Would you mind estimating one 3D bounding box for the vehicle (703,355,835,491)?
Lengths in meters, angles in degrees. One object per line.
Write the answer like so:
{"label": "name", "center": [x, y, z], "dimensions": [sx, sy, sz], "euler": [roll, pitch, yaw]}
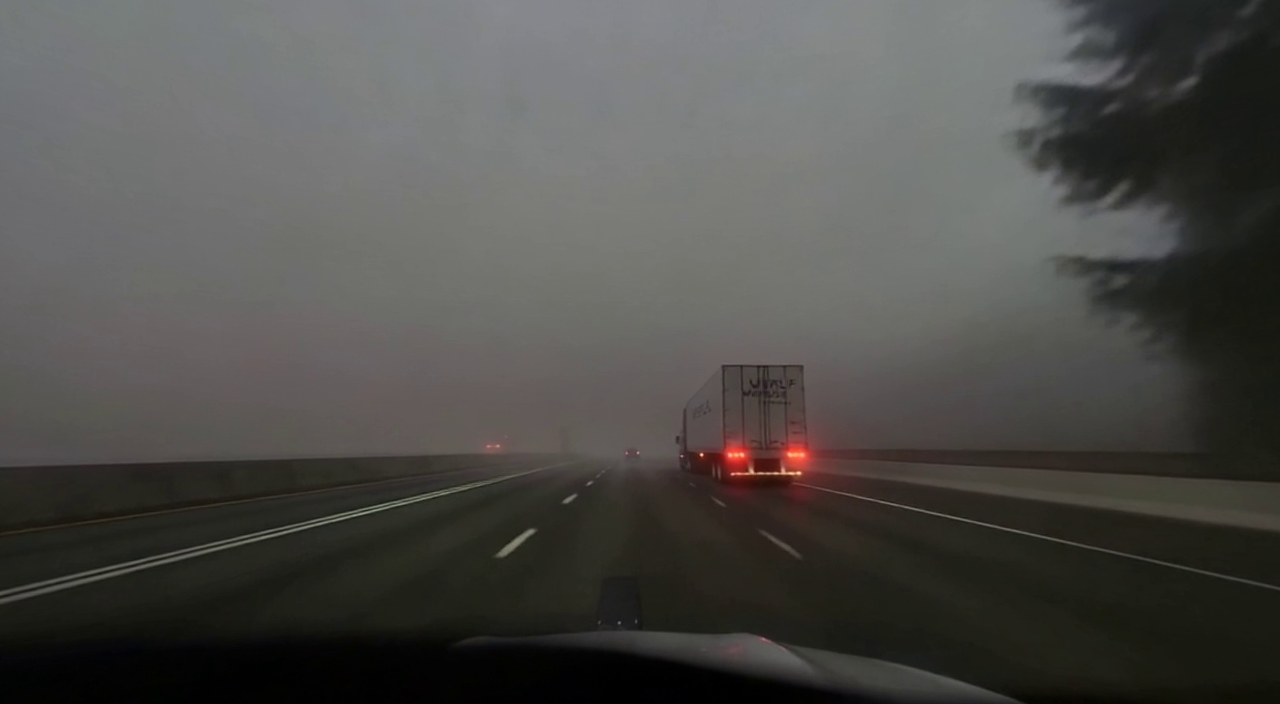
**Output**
{"label": "vehicle", "center": [4.205, 2.738, 22.822], "dimensions": [2.869, 4.013, 8.610], "euler": [0, -9, 0]}
